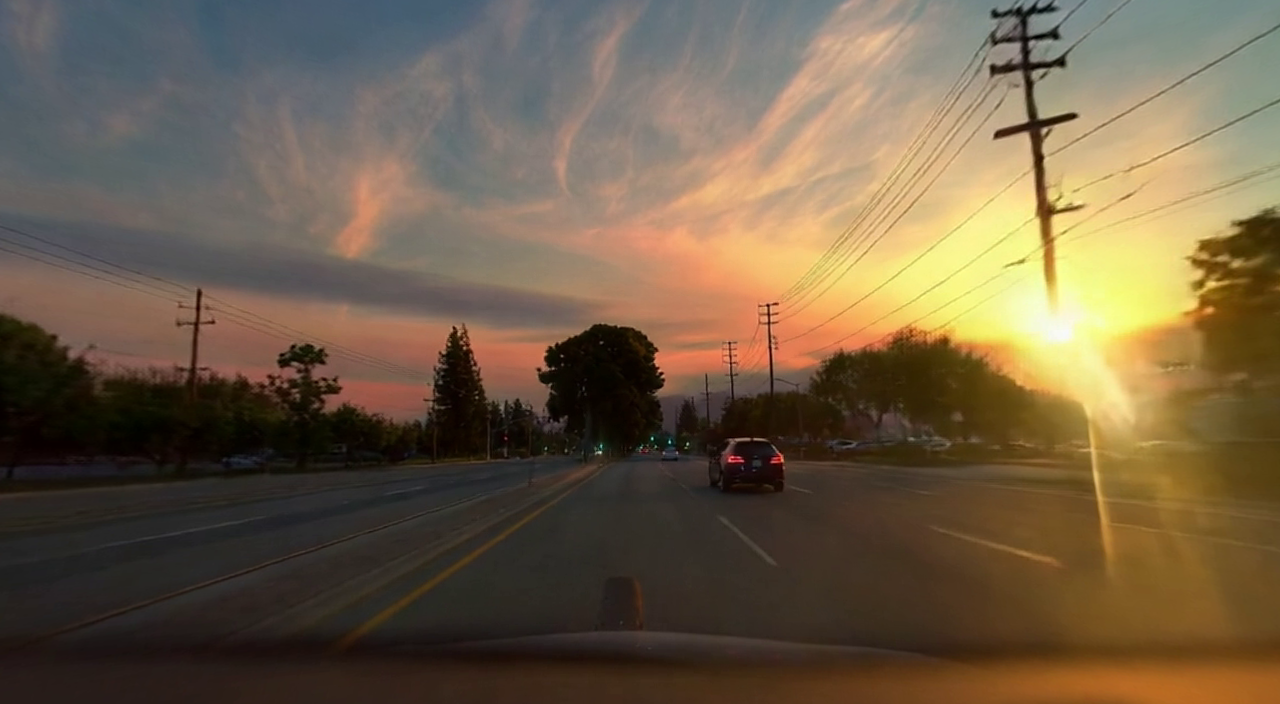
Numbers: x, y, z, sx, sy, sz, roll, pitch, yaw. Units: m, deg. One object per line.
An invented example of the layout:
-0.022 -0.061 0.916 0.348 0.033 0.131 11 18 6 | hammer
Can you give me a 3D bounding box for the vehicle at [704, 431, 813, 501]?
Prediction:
3.077 3.051 17.317 2.078 1.668 4.078 0 -8 -2 | vehicle
